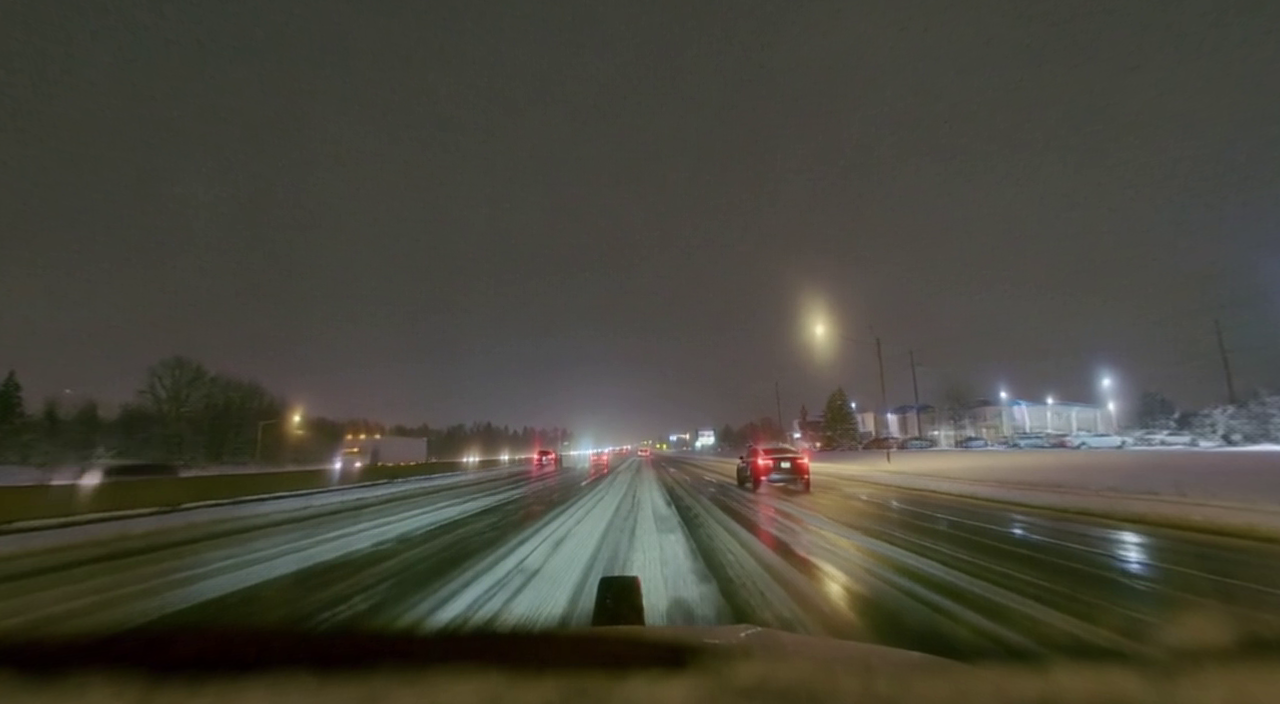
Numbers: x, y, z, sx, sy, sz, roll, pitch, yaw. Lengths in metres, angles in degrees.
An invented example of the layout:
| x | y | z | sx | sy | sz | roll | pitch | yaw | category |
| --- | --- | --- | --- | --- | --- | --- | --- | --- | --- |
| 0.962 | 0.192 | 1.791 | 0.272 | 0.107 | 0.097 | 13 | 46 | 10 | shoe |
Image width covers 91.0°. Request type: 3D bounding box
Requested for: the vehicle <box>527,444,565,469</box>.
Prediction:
| x | y | z | sx | sy | sz | roll | pitch | yaw | category |
| --- | --- | --- | --- | --- | --- | --- | --- | --- | --- |
| -7.303 | 8.130 | 49.177 | 2.112 | 1.813 | 4.716 | -1 | -9 | 2 | vehicle |

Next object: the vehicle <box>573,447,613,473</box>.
| x | y | z | sx | sy | sz | roll | pitch | yaw | category |
| --- | --- | --- | --- | --- | --- | --- | --- | --- | --- |
| -2.830 | 6.640 | 38.953 | 2.139 | 1.510 | 4.506 | 0 | -9 | 0 | vehicle |

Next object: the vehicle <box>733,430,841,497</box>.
| x | y | z | sx | sy | sz | roll | pitch | yaw | category |
| --- | --- | --- | --- | --- | --- | --- | --- | --- | --- |
| 4.321 | 3.369 | 19.357 | 2.109 | 1.764 | 4.704 | 0 | -9 | -1 | vehicle |

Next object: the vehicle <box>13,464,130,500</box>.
| x | y | z | sx | sy | sz | roll | pitch | yaw | category |
| --- | --- | --- | --- | --- | --- | --- | --- | --- | --- |
| -27.666 | 6.303 | 30.839 | 1.909 | 1.541 | 4.044 | 0 | -9 | 0 | vehicle |
